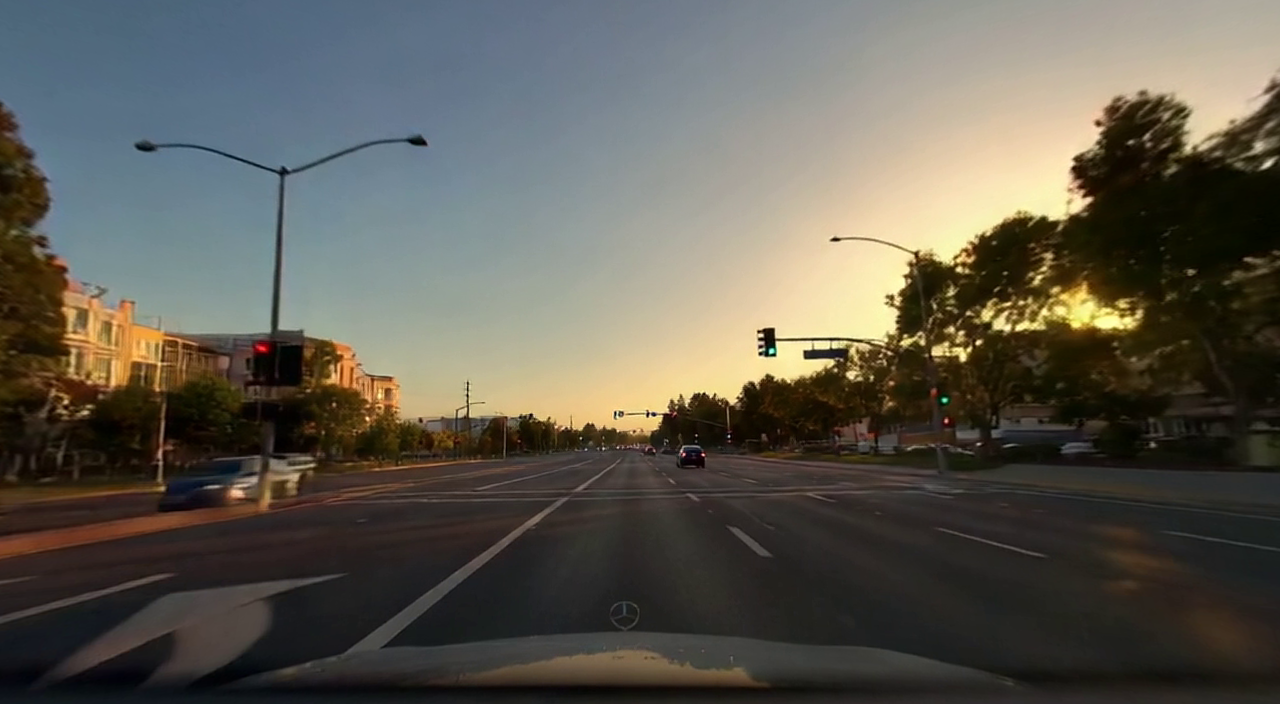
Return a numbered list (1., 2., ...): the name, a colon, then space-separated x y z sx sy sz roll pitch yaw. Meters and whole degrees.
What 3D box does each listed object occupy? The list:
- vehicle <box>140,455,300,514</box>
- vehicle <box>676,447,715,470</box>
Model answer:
1. vehicle: -12.479 3.909 19.187 1.870 1.501 4.364 0 -9 0
2. vehicle: 3.801 7.402 44.043 2.187 1.475 4.529 0 -9 -1
